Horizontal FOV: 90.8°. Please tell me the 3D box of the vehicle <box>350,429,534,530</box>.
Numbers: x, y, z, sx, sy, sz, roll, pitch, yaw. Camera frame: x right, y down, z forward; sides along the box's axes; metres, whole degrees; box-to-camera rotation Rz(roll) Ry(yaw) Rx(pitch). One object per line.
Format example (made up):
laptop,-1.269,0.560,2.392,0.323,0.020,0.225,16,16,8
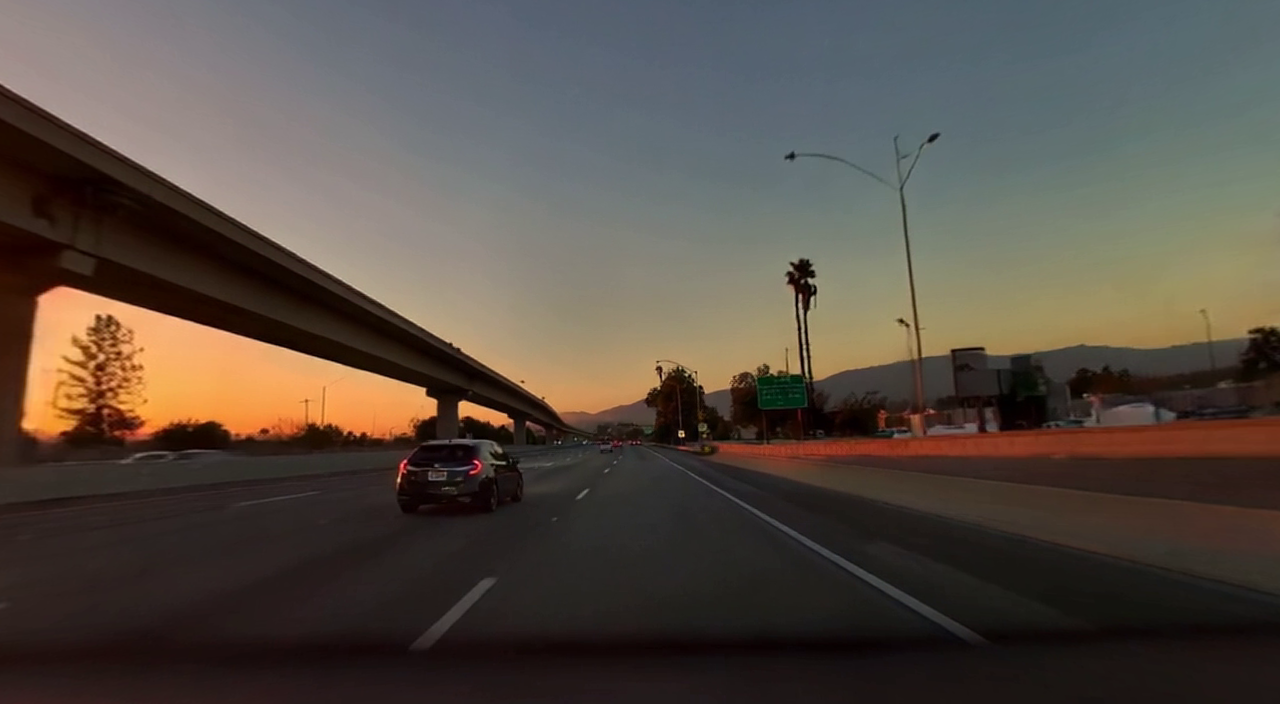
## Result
vehicle,-3.371,2.269,11.884,1.978,1.499,4.695,0,-8,0
